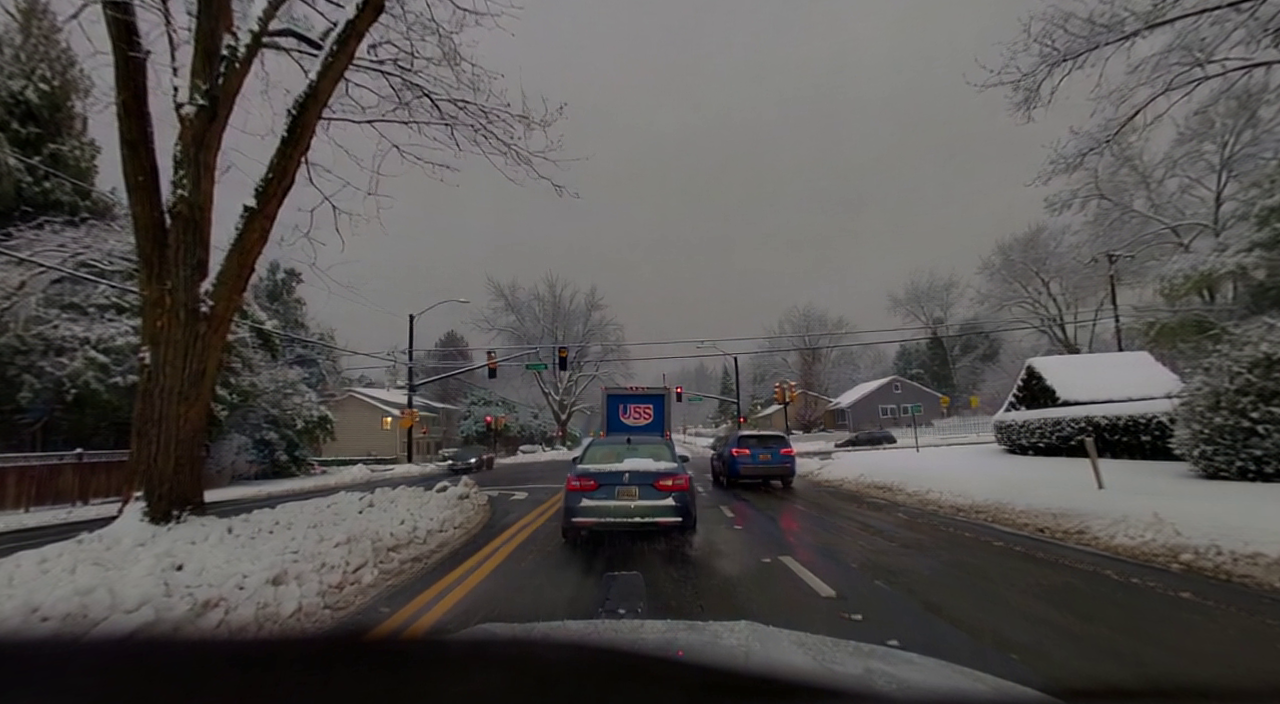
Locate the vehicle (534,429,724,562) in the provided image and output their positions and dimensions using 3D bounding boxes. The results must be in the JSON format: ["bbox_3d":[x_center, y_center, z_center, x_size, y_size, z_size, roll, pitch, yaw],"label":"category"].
[{"bbox_3d":[-0.156,1.937,9.303,2.135,1.483,4.207,0,-8,-1],"label":"vehicle"}]

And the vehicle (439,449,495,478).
[{"bbox_3d":[-9.755,6.313,36.003,1.950,1.467,4.270,0,-8,1],"label":"vehicle"}]

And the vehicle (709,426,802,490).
[{"bbox_3d":[3.617,3.438,20.774,2.145,1.847,4.524,0,-8,-1],"label":"vehicle"}]
